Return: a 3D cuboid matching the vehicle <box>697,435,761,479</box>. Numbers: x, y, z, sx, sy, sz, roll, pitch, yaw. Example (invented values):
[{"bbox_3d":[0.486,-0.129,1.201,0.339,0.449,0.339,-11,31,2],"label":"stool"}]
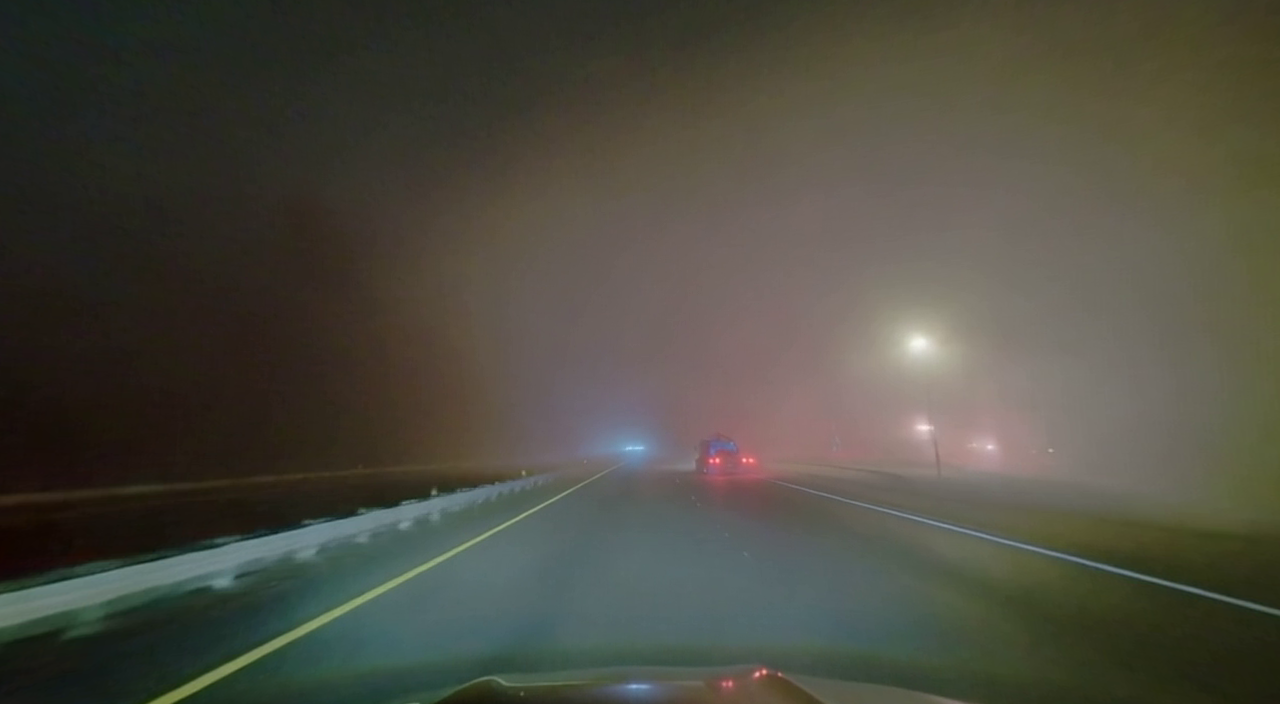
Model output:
[{"bbox_3d":[4.387,5.303,32.065,2.309,2.003,5.139,0,-9,-2],"label":"vehicle"}]
